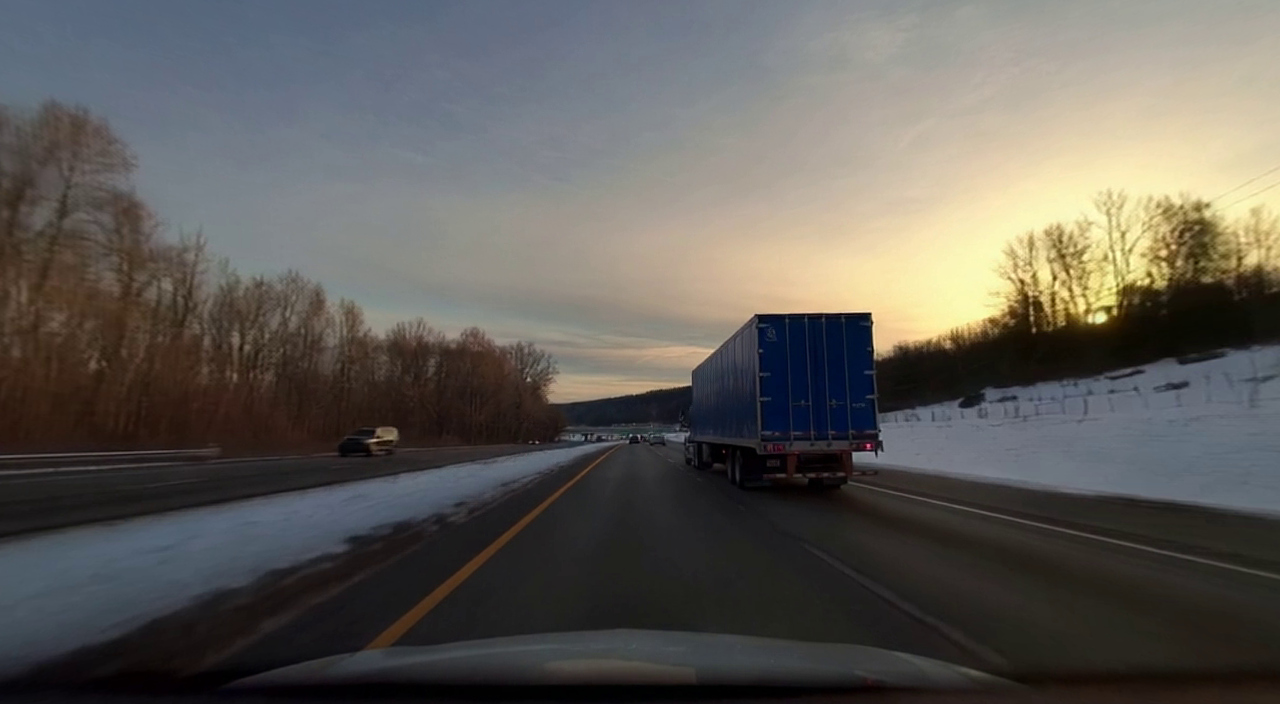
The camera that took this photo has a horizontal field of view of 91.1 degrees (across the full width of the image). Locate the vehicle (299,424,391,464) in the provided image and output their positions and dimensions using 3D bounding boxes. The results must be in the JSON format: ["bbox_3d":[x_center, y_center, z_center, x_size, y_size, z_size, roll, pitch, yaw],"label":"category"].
[{"bbox_3d":[-12.580,3.948,27.129,1.881,1.571,4.245,0,-8,0],"label":"vehicle"}]

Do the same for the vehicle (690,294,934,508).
[{"bbox_3d":[4.072,2.086,21.100,3.203,4.273,17.131,0,-8,-1],"label":"vehicle"}]
